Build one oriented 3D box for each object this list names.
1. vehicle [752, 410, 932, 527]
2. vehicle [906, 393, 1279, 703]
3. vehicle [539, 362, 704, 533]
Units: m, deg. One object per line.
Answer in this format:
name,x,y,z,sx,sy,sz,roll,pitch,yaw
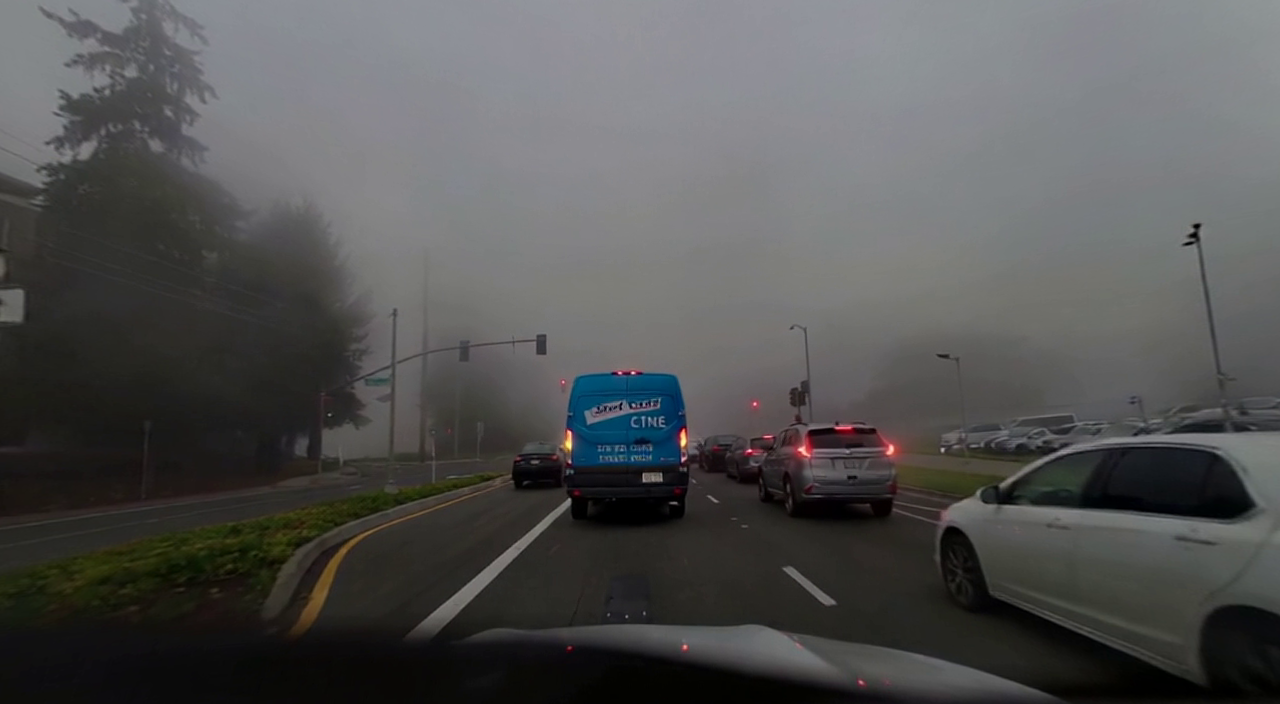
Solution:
vehicle,3.468,2.091,11.831,1.965,1.771,4.295,0,-8,0
vehicle,3.455,1.074,3.568,1.951,1.483,4.582,0,-8,1
vehicle,-0.178,1.757,11.833,2.422,2.488,4.992,0,-8,2
